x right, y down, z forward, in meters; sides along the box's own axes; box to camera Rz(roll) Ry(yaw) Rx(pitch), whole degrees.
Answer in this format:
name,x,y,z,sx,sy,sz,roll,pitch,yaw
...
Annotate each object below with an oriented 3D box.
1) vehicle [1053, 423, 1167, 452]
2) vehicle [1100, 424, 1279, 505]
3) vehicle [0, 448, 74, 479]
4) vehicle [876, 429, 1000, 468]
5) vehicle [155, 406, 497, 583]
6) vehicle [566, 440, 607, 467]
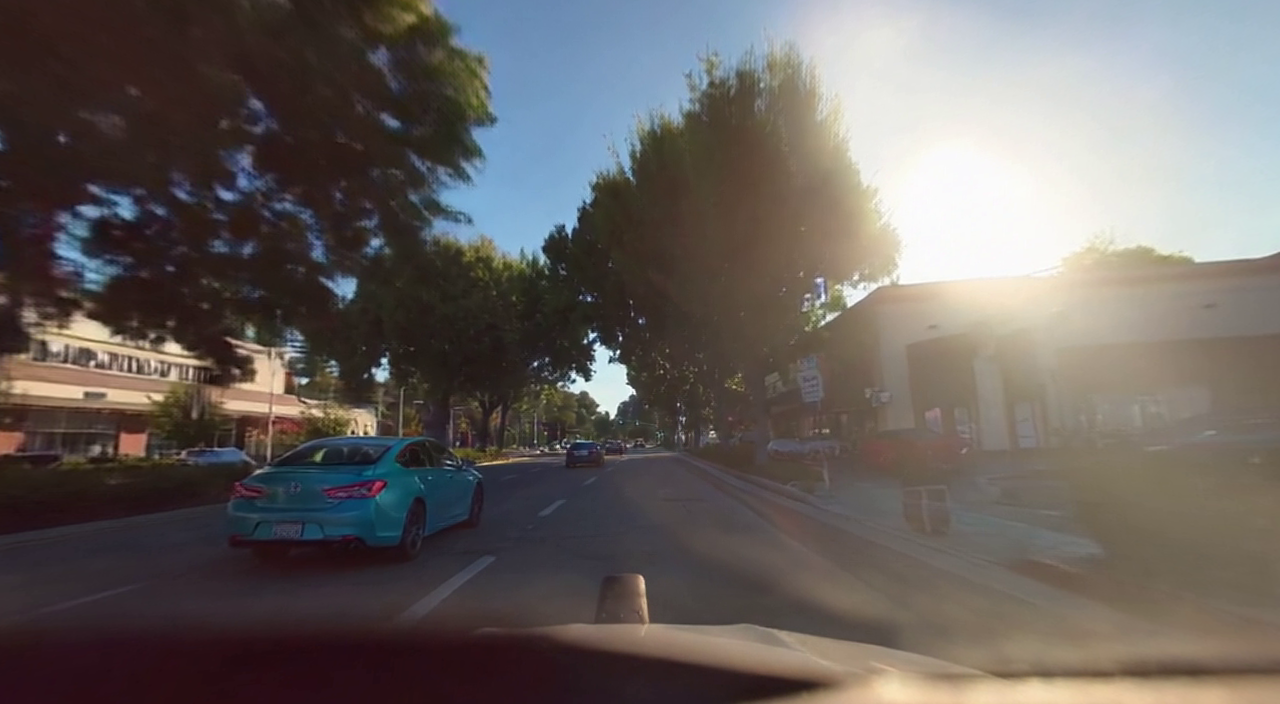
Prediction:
name,x,y,z,sx,sy,sz,roll,pitch,yaw
vehicle,26.534,4.865,35.755,4.882,1.568,1.963,0,-9,-3
vehicle,12.907,2.414,13.856,1.922,1.505,4.631,1,-9,-4
vehicle,-34.149,6.086,34.680,1.915,1.619,4.663,0,-9,-2
vehicle,13.750,4.453,29.359,4.697,1.518,1.990,-2,-8,-2
vehicle,-3.499,1.698,8.332,2.126,1.655,4.560,0,-9,0
vehicle,-3.098,5.951,37.214,1.955,1.461,4.396,0,-9,1
